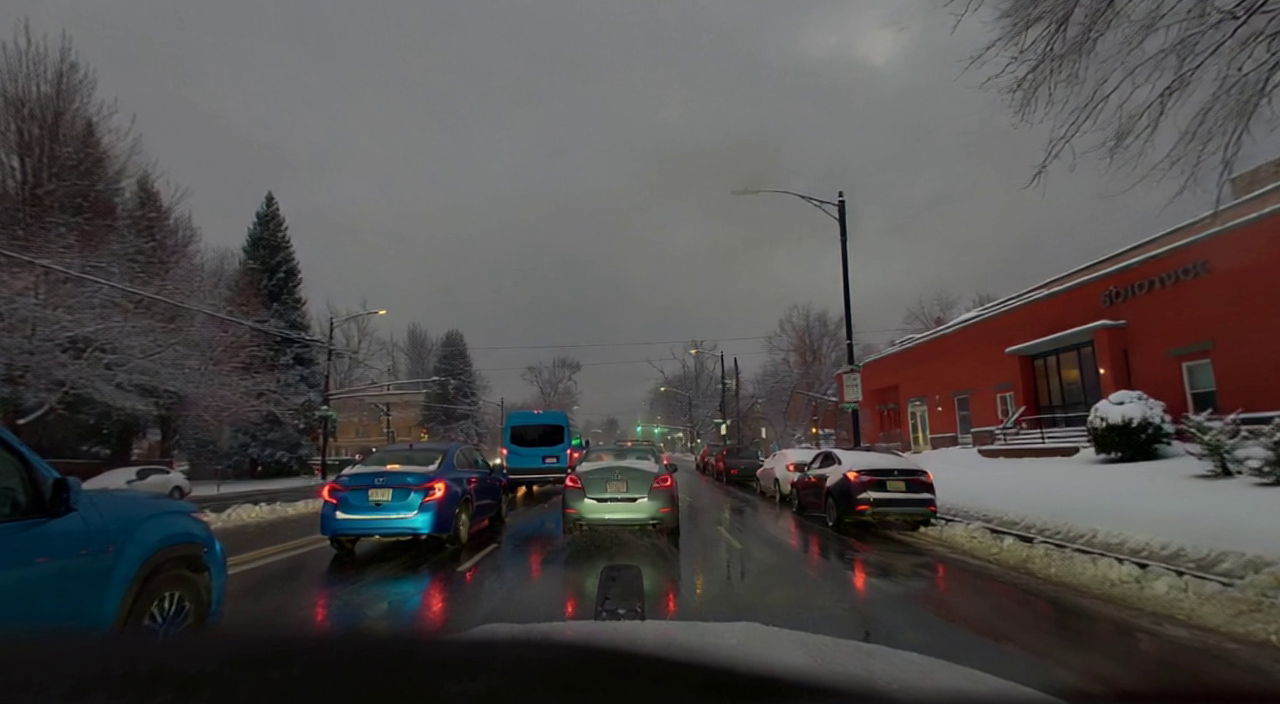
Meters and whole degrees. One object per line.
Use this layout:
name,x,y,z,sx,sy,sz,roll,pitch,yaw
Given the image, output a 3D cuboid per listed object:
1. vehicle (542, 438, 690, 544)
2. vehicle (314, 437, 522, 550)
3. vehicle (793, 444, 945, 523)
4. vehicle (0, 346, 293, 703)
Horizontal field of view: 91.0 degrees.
vehicle,-0.373,2.352,11.300,2.152,1.518,4.113,0,-9,-1
vehicle,-3.537,2.323,11.089,1.995,1.554,4.426,0,-9,1
vehicle,4.908,2.853,14.195,1.832,1.491,4.054,1,-9,-1
vehicle,-3.714,0.820,2.316,2.140,1.768,4.685,0,-9,0
